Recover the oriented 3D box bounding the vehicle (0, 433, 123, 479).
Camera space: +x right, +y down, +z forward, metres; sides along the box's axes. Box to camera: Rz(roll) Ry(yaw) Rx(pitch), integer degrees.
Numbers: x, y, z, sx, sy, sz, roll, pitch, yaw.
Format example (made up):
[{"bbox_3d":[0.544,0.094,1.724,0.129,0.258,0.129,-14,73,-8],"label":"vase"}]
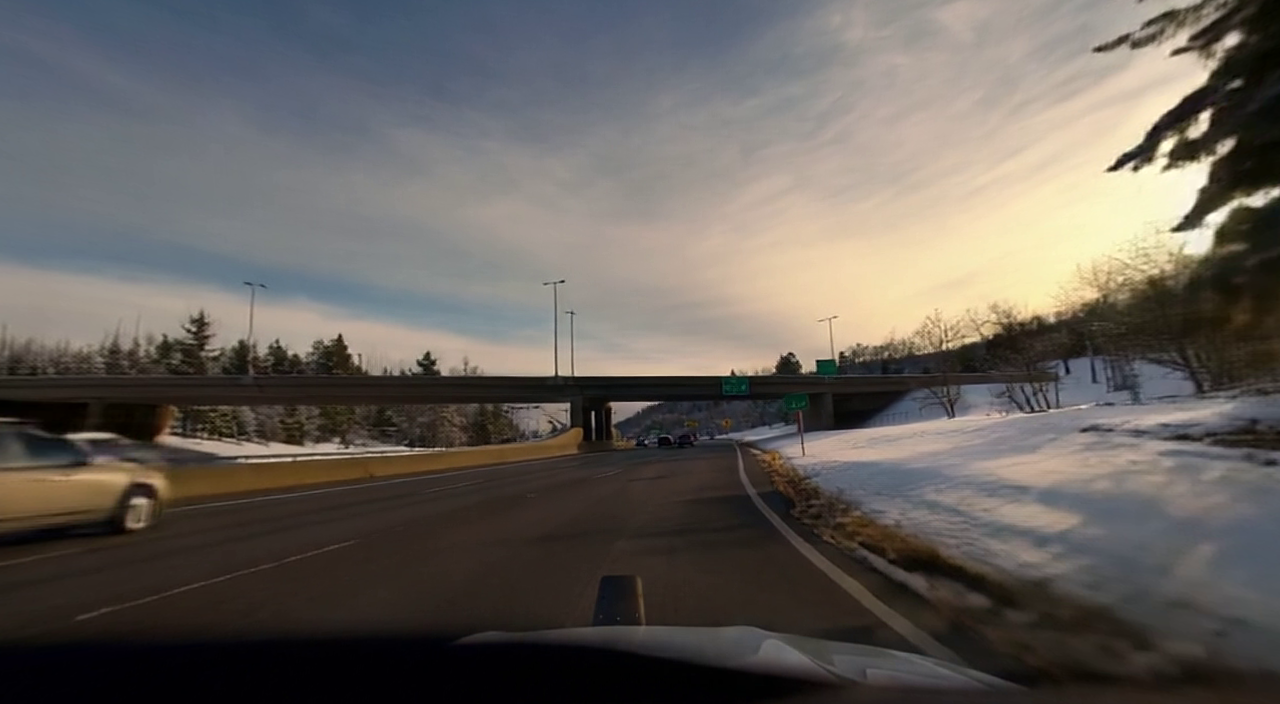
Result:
[{"bbox_3d":[-26.389,4.567,28.063,2.069,1.855,4.805,-1,-8,8],"label":"vehicle"}]
